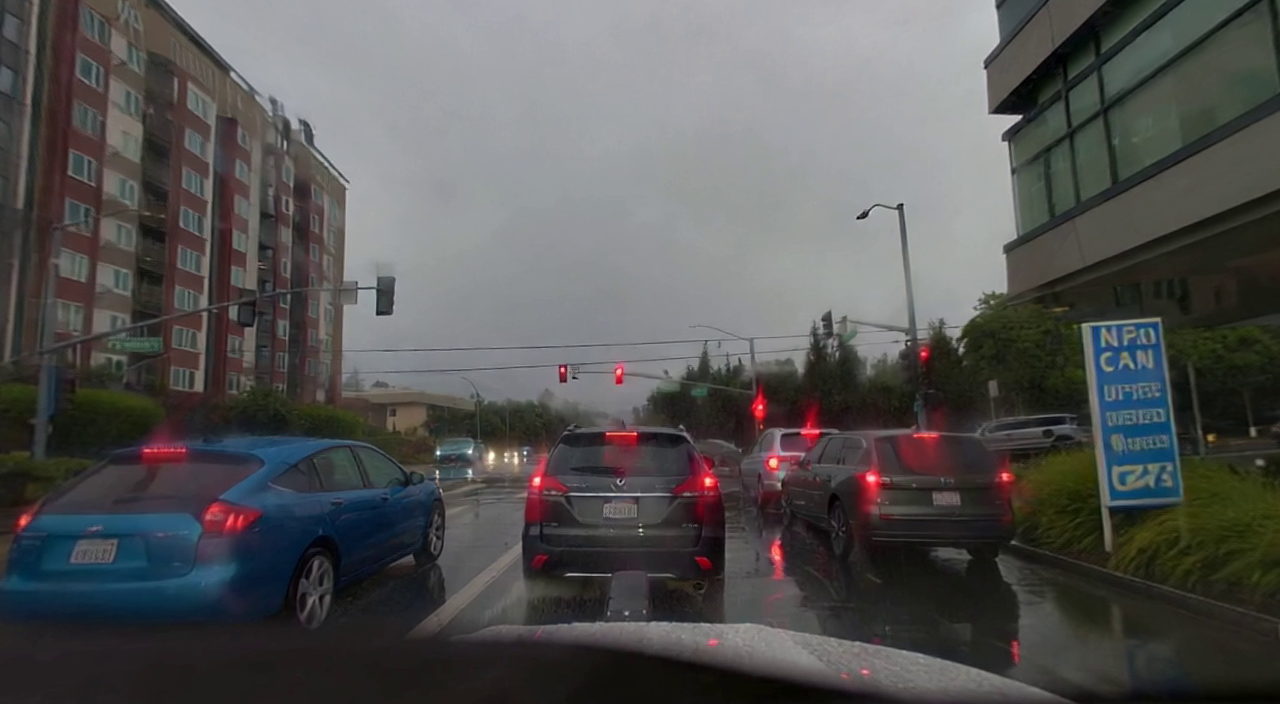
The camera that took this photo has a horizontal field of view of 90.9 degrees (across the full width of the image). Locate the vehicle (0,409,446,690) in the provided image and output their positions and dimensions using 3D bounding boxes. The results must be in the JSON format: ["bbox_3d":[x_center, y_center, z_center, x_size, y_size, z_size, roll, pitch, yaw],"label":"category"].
[{"bbox_3d":[-3.545,1.423,5.820,1.906,1.524,4.547,0,-8,2],"label":"vehicle"}]

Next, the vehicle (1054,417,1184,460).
[{"bbox_3d":[23.125,4.208,30.580,4.583,2.019,2.147,1,-9,-4],"label":"vehicle"}]

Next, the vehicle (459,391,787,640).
[{"bbox_3d":[-0.128,1.414,6.440,2.195,1.662,4.262,0,-8,0],"label":"vehicle"}]

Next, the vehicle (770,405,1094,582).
[{"bbox_3d":[3.220,1.662,8.253,2.004,1.646,4.554,0,-8,-1],"label":"vehicle"}]
